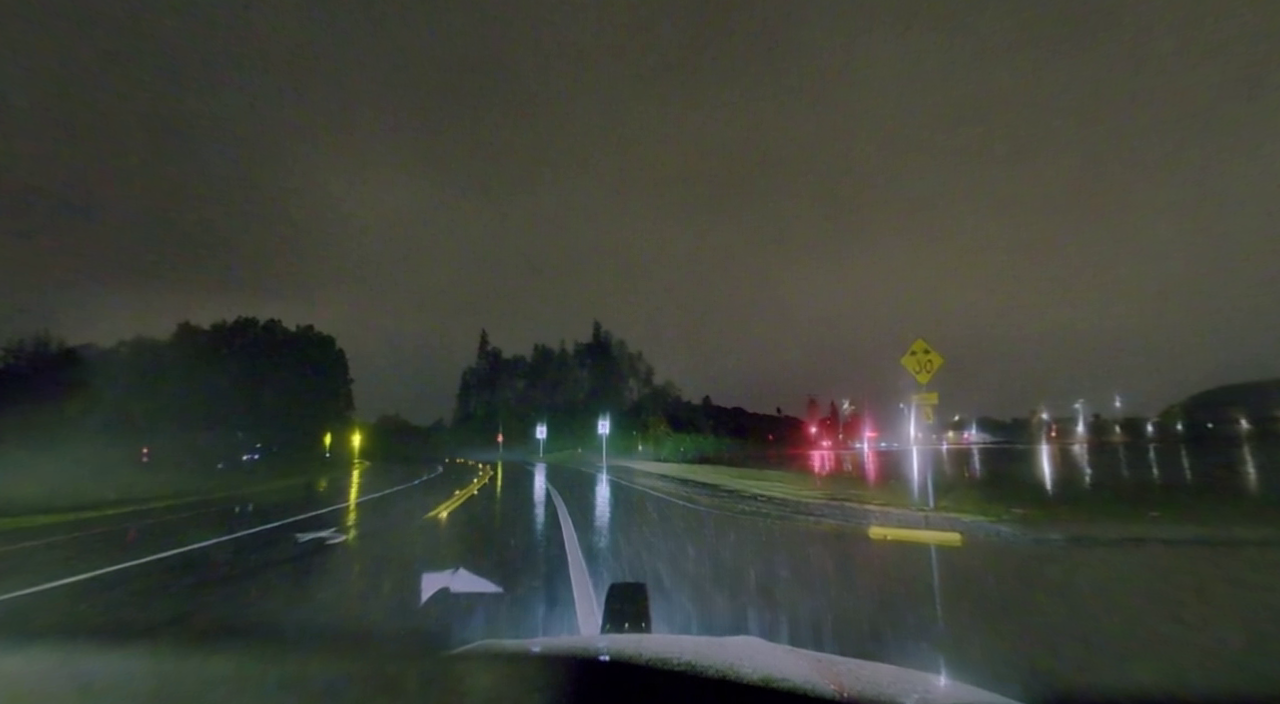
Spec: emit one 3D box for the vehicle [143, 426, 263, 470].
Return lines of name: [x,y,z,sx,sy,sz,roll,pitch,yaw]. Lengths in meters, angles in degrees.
vehicle: [-21.231,4.645,30.675,4.699,1.996,2.116,-2,-9,14]
